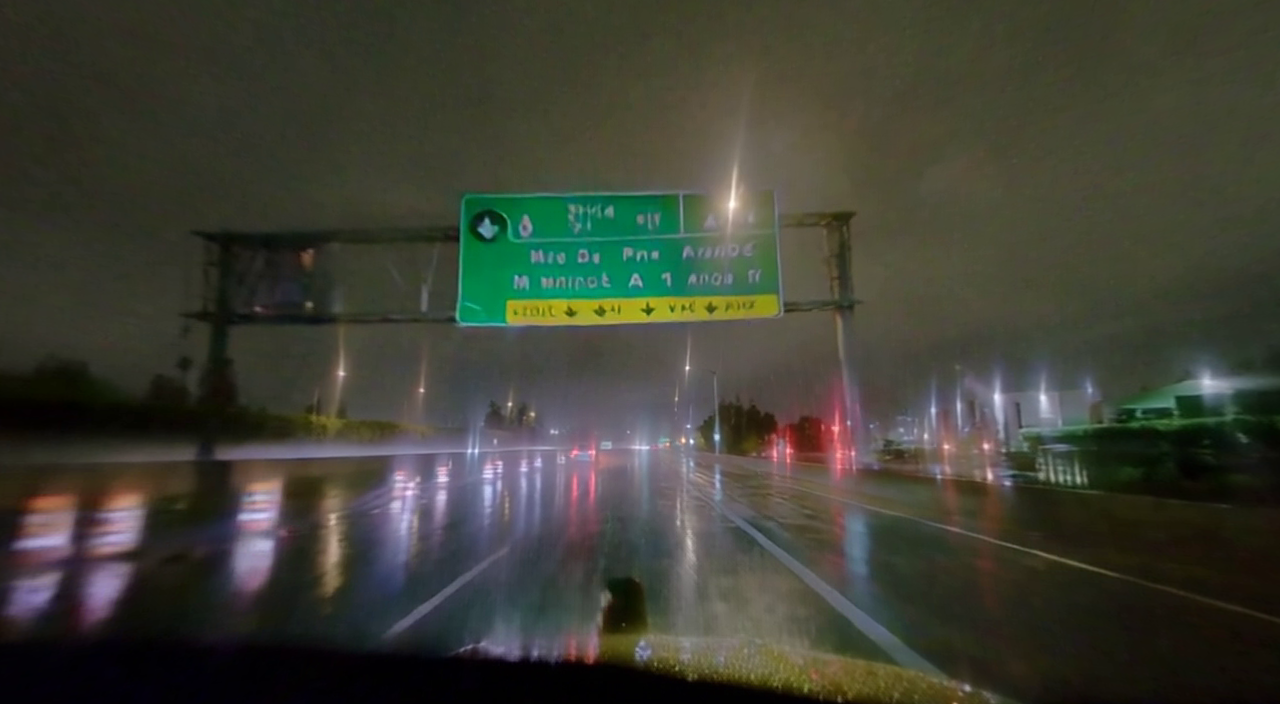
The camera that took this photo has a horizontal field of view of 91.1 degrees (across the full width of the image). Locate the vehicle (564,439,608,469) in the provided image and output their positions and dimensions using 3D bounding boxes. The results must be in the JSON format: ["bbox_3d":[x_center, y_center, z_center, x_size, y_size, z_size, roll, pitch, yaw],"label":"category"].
[{"bbox_3d":[-3.041,5.865,36.274,2.078,1.629,4.059,0,-8,1],"label":"vehicle"}]
